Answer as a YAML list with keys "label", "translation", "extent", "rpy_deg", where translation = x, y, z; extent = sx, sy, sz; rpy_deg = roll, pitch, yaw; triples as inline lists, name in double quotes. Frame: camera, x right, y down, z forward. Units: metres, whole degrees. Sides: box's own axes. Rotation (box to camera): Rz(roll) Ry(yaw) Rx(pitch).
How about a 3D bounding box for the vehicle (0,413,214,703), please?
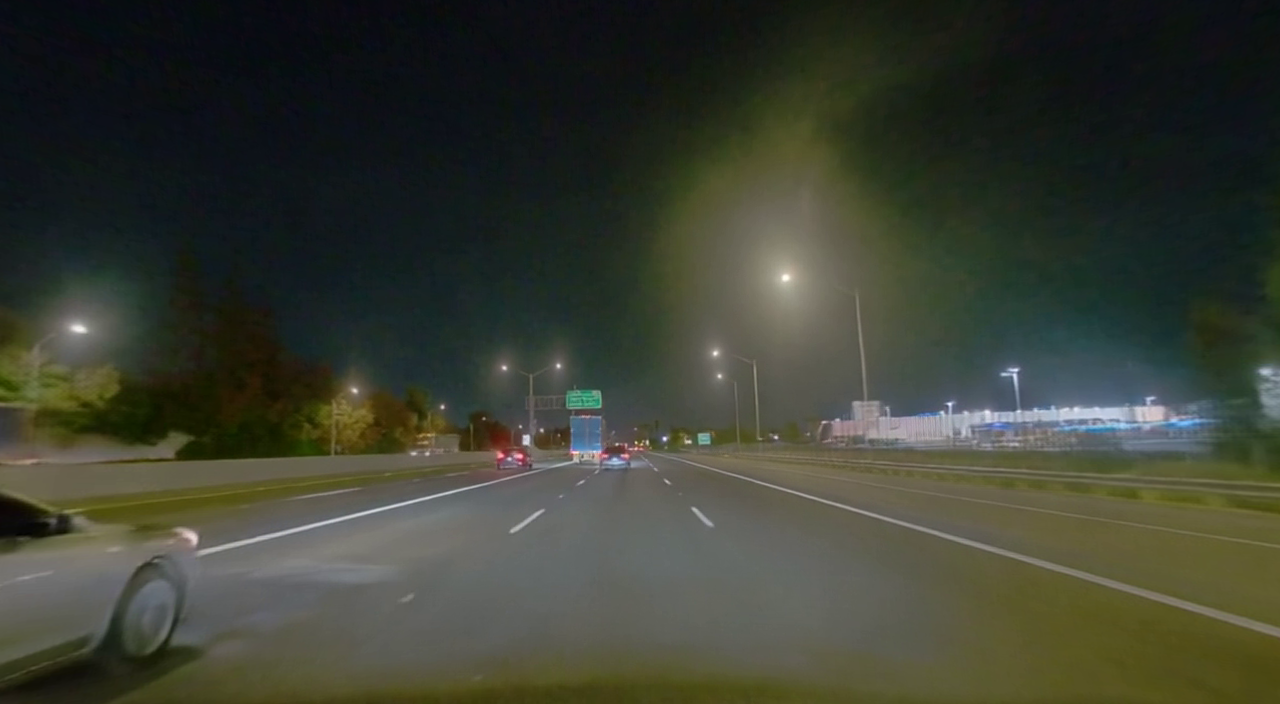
- label: "vehicle"
  translation: [-3.786, 0.893, 1.859]
  extent: [1.997, 1.507, 4.391]
  rpy_deg: [0, -9, 0]

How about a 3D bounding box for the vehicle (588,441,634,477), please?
- label: "vehicle"
  translation: [-1.378, 5.326, 31.717]
  extent: [2.033, 1.669, 4.112]
  rpy_deg: [0, -9, 1]

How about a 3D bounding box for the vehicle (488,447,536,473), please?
- label: "vehicle"
  translation: [-7.675, 6.502, 38.319]
  extent: [2.026, 1.477, 4.467]
  rpy_deg: [0, -9, 0]
